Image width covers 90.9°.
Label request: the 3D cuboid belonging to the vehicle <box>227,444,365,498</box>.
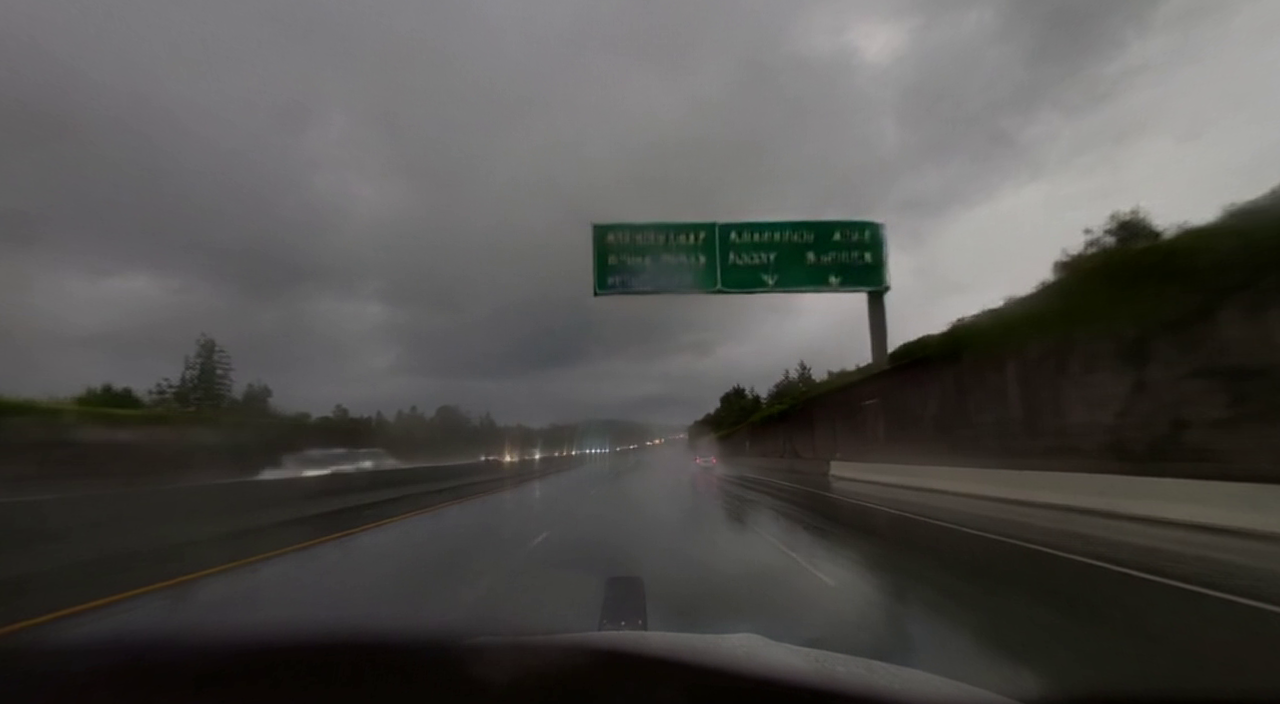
[{"bbox_3d":[-10.626,3.678,19.902,1.883,1.512,4.306,0,-9,0],"label":"vehicle"}]

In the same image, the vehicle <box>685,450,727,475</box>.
[{"bbox_3d":[3.836,6.499,37.338,2.065,1.400,4.028,0,-9,0],"label":"vehicle"}]
